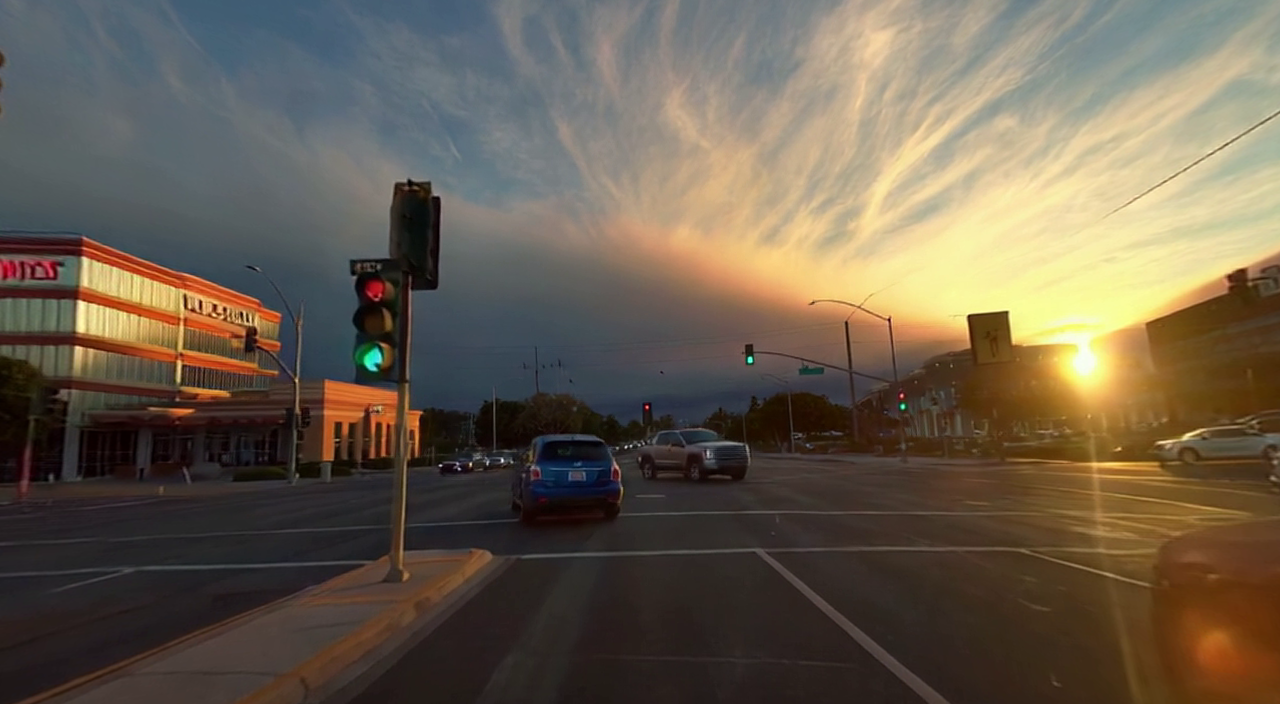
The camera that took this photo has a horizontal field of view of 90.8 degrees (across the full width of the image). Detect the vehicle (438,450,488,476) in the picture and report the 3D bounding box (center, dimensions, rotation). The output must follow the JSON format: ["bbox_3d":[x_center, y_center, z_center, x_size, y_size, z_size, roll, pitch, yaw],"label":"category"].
[{"bbox_3d":[-11.844,7.455,42.531,2.005,1.596,4.342,-1,-9,1],"label":"vehicle"}]

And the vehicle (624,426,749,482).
[{"bbox_3d":[1.888,4.541,28.446,2.708,2.200,5.960,5,-10,-30],"label":"vehicle"}]

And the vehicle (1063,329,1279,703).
[{"bbox_3d":[3.203,0.581,0.945,2.040,1.674,4.455,0,-9,0],"label":"vehicle"}]

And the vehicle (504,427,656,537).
[{"bbox_3d":[-1.428,2.486,12.805,2.238,1.762,4.445,2,-9,-16],"label":"vehicle"}]
